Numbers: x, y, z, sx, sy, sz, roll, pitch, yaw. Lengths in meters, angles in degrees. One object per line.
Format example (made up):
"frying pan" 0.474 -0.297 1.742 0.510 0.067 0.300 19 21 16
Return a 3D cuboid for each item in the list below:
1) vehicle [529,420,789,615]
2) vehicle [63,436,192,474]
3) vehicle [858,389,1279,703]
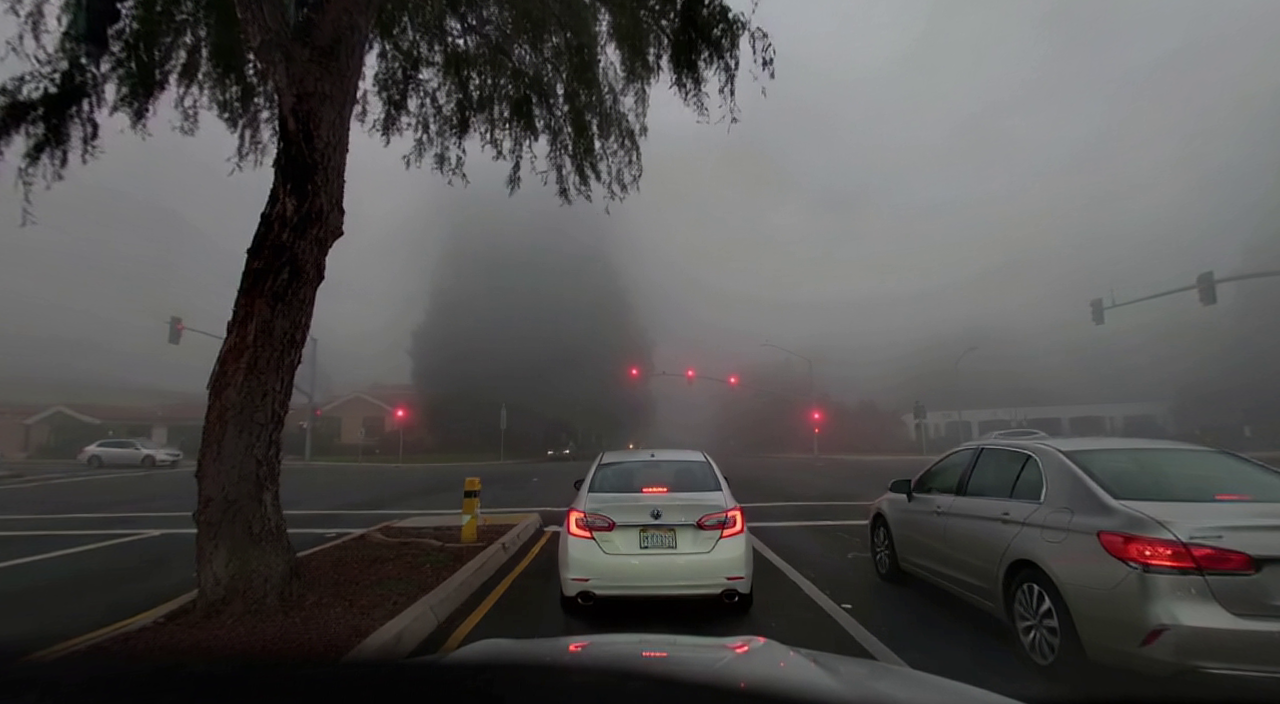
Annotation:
"vehicle" 0.105 1.563 6.870 2.017 1.485 3.813 0 -8 -1
"vehicle" -24.279 4.872 29.991 4.450 1.684 1.894 0 -8 0
"vehicle" 3.174 1.126 3.894 1.931 1.493 4.555 0 -8 -1
